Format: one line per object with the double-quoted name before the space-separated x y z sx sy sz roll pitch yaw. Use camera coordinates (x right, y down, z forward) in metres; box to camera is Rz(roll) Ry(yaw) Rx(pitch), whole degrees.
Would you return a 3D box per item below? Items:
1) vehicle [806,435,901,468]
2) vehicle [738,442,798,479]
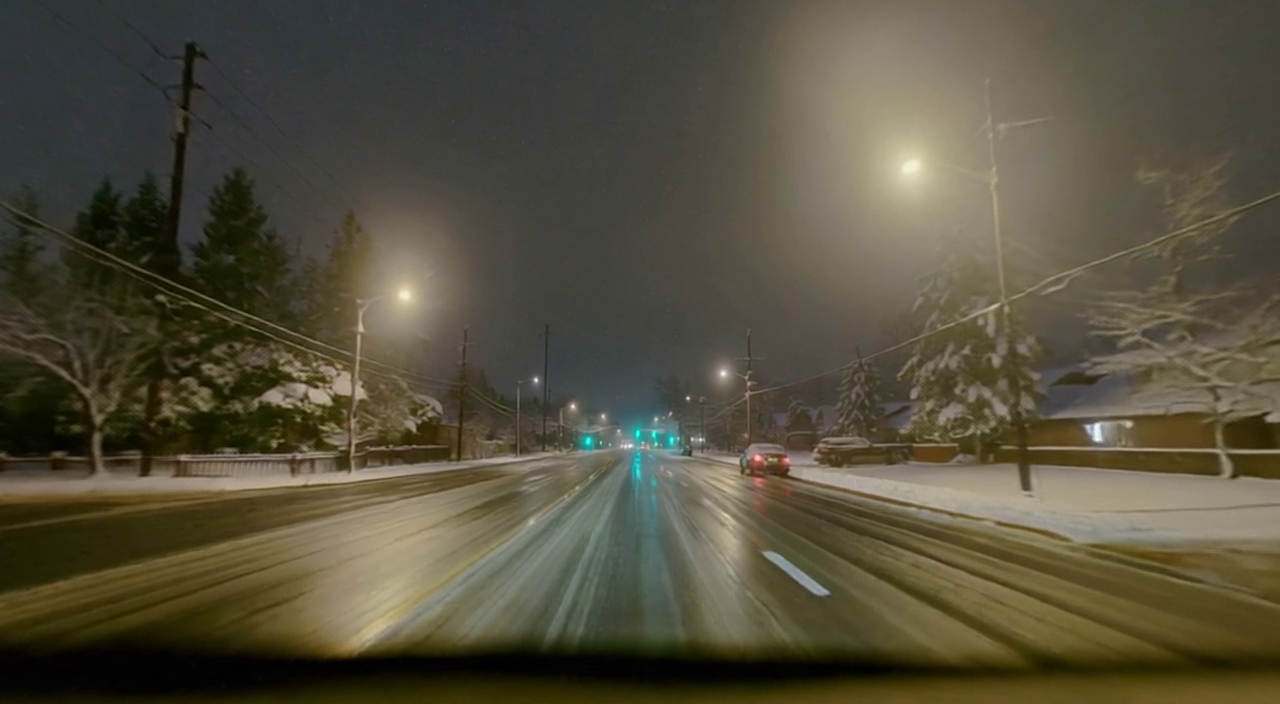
"vehicle" 12.922 6.051 38.440 5.037 1.925 2.021 -1 -9 3
"vehicle" 6.637 5.653 33.241 2.043 1.747 4.680 0 -9 -2
